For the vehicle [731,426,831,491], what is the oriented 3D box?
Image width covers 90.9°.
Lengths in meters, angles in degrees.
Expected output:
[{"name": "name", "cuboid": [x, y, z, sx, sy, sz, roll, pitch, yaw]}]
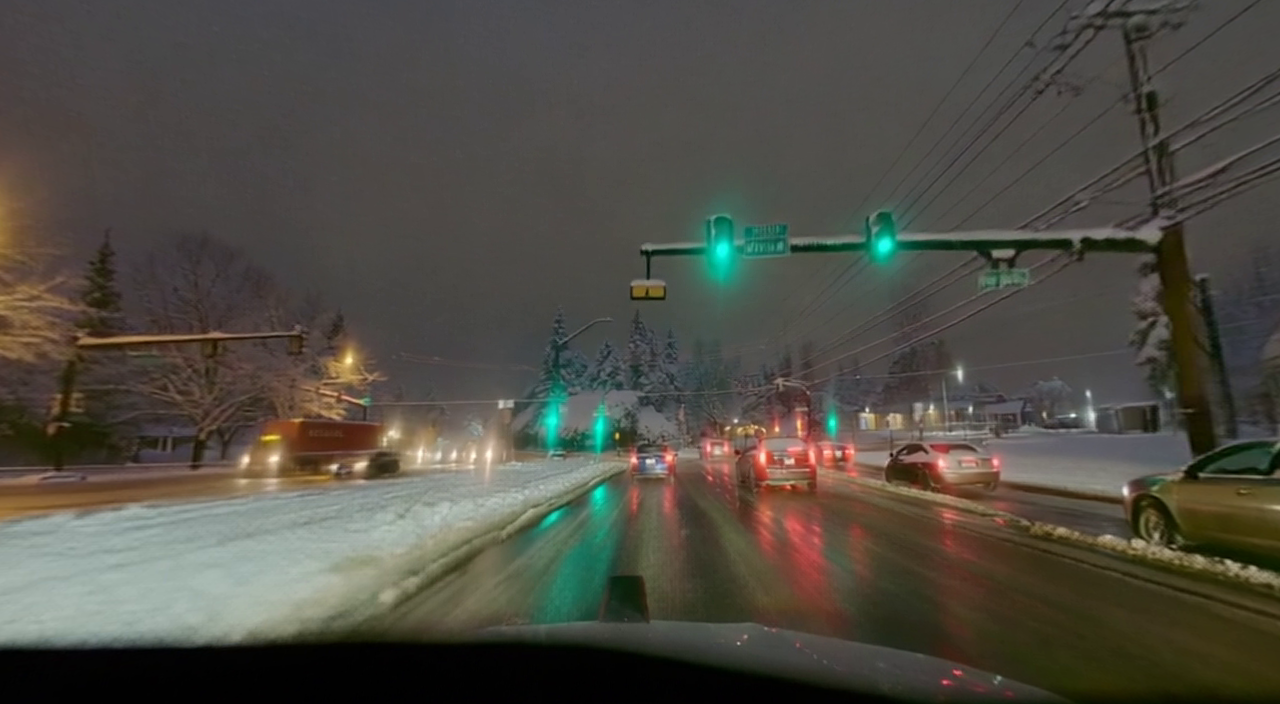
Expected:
[{"name": "vehicle", "cuboid": [4.333, 3.376, 20.291, 2.119, 1.810, 4.848, 0, -8, 0]}]

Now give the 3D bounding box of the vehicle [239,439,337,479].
[{"name": "vehicle", "cuboid": [-16.900, 5.143, 30.574, 2.052, 1.770, 4.545, 0, -8, 0]}]

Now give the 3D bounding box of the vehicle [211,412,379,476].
[{"name": "vehicle", "cuboid": [-20.798, 5.801, 39.638, 3.354, 3.314, 12.985, 0, -8, 0]}]

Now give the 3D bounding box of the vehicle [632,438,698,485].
[{"name": "vehicle", "cuboid": [0.900, 3.942, 22.996, 2.168, 1.527, 4.174, 0, -8, 2]}]

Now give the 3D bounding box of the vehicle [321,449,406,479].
[{"name": "vehicle", "cuboid": [-13.465, 5.472, 31.047, 1.926, 1.303, 4.686, 0, -8, 2]}]

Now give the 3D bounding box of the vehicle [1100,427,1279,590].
[{"name": "vehicle", "cuboid": [6.779, 1.415, 5.687, 1.866, 1.471, 4.478, 0, -8, 0]}]

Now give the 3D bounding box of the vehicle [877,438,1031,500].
[{"name": "vehicle", "cuboid": [8.375, 3.134, 17.376, 1.882, 1.463, 4.543, 0, -8, 0]}]

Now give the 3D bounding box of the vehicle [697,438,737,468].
[{"name": "vehicle", "cuboid": [4.487, 5.977, 37.445, 1.896, 1.612, 4.203, 0, -8, 1]}]
